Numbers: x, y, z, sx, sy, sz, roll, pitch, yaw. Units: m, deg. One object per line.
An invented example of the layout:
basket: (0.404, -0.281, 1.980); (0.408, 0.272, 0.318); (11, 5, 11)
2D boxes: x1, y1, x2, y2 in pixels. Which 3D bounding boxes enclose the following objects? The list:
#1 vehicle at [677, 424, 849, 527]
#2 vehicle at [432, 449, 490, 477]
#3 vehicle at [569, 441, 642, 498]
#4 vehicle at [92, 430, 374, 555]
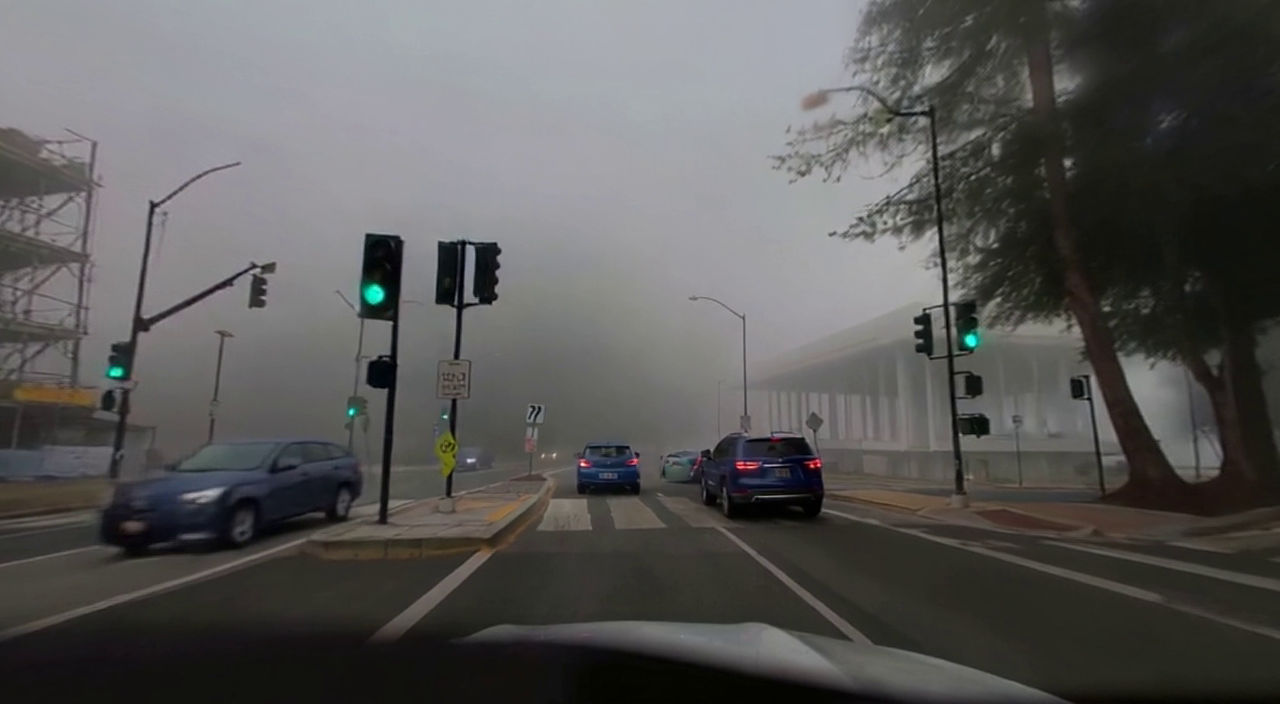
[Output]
vehicle: (2.334, 2.561, 13.628); (2.320, 1.772, 4.872); (0, -9, -5)
vehicle: (-10.756, 6.687, 38.251); (2.121, 1.513, 4.827); (-1, -9, 0)
vehicle: (-1.204, 3.762, 20.553); (2.132, 1.632, 3.889); (0, -9, -5)
vehicle: (-6.338, 2.201, 10.568); (2.092, 1.629, 4.133); (0, -9, -3)
